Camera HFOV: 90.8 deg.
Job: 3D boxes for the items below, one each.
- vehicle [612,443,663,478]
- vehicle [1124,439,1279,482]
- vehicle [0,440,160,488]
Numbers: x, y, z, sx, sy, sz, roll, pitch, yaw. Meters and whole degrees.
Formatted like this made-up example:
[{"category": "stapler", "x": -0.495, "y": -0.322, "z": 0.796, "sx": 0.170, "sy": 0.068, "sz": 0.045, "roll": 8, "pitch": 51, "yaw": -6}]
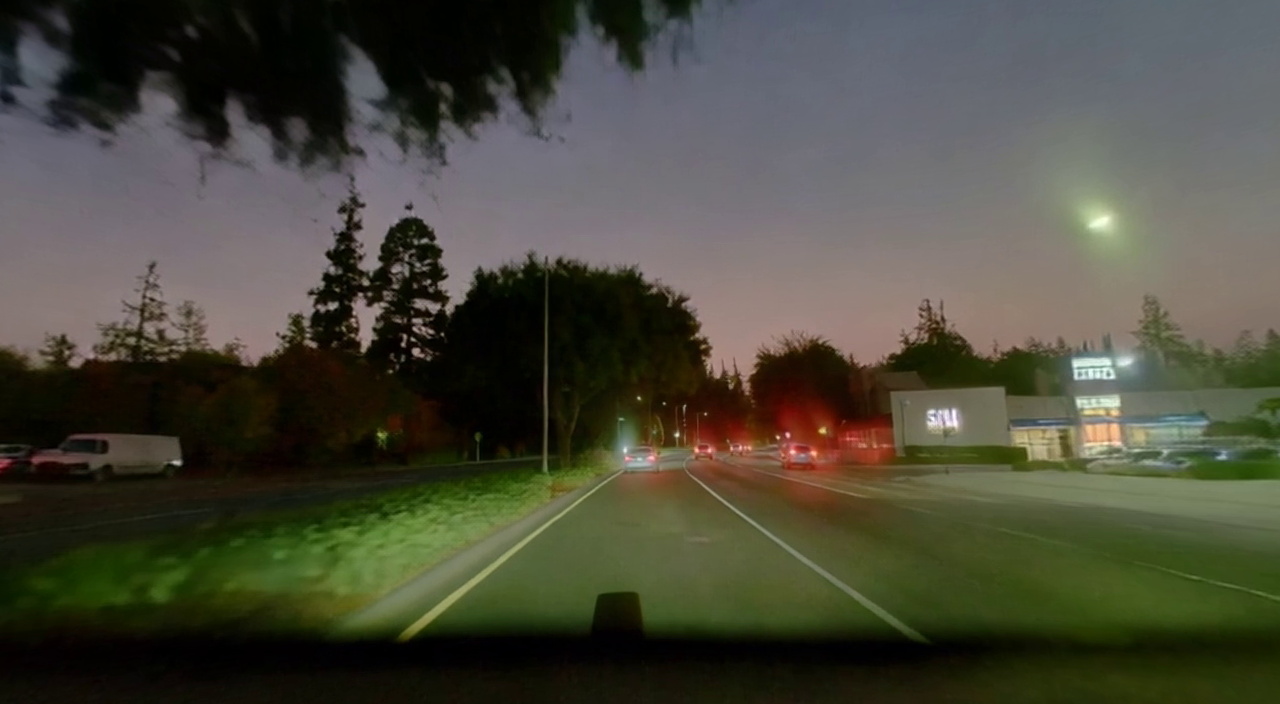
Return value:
[{"category": "vehicle", "x": -0.055, "y": 4.851, "z": 28.512, "sx": 2.095, "sy": 1.456, "sz": 3.873, "roll": -1, "pitch": -8, "yaw": 3}, {"category": "vehicle", "x": 20.971, "y": 4.008, "z": 23.560, "sx": 4.197, "sy": 1.505, "sz": 1.915, "roll": 0, "pitch": -8, "yaw": 0}, {"category": "vehicle", "x": -24.644, "y": 4.899, "z": 28.090, "sx": 5.104, "sy": 1.947, "sz": 2.106, "roll": 6, "pitch": -10, "yaw": -36}]
